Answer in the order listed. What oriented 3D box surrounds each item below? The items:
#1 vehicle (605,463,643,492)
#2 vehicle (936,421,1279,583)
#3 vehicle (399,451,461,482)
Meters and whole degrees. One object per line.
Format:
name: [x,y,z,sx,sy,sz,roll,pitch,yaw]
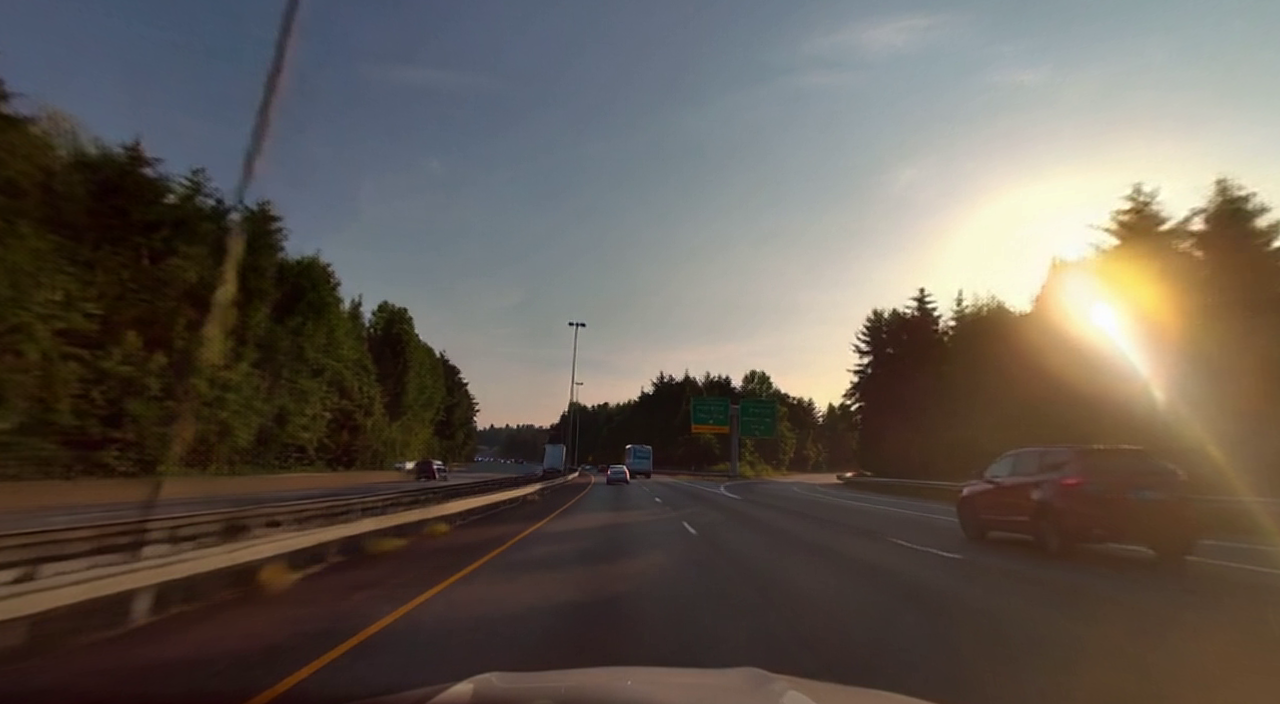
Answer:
vehicle: [-0.926,6.988,35.160,1.987,1.467,3.903,1,-10,-2]
vehicle: [6.534,2.105,9.437,1.998,1.776,4.663,1,-10,1]
vehicle: [-11.905,6.550,36.076,1.952,1.618,4.859,1,-10,-1]
